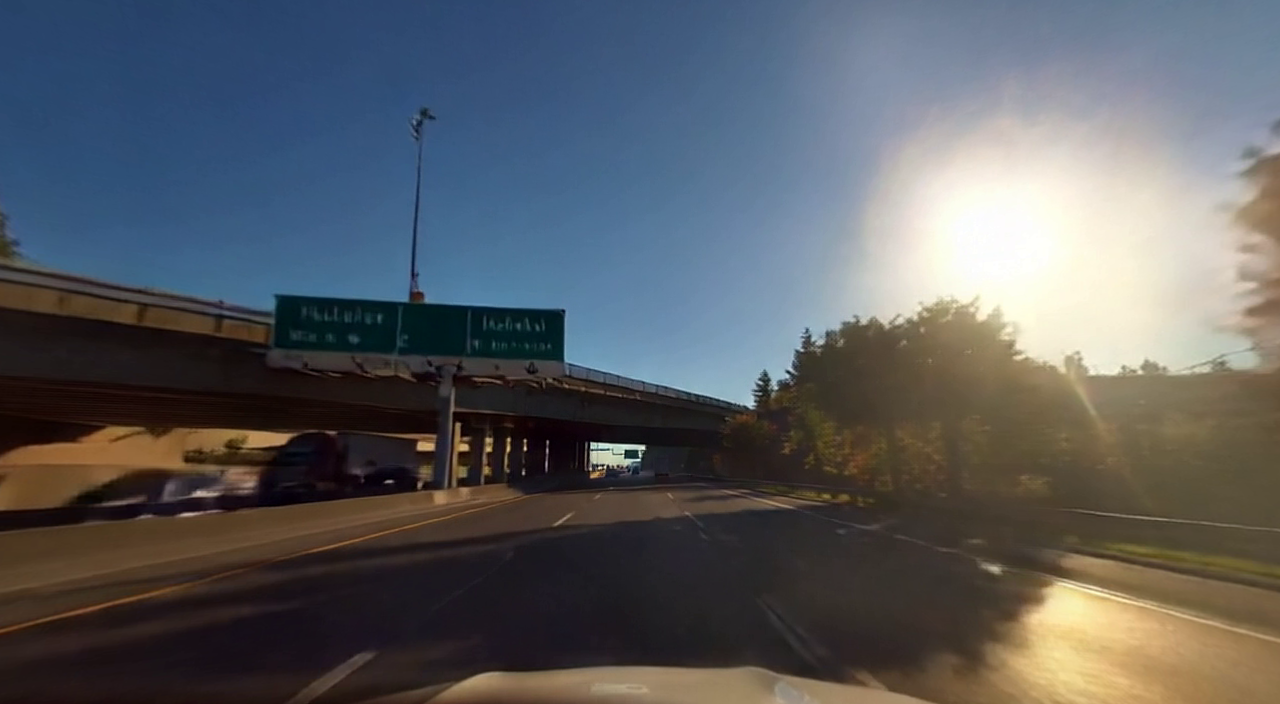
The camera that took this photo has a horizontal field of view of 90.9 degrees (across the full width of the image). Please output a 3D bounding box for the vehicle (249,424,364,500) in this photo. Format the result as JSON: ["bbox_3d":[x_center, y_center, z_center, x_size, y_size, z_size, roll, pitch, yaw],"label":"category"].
[{"bbox_3d":[-20.624,6.936,39.594,2.945,4.265,7.006,0,-11,2],"label":"vehicle"}]

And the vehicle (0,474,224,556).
[{"bbox_3d":[-12.019,3.538,14.277,1.925,1.436,4.717,1,-10,0],"label":"vehicle"}]

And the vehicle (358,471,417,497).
[{"bbox_3d":[-16.143,8.468,40.538,1.938,1.477,4.455,1,-10,1],"label":"vehicle"}]
